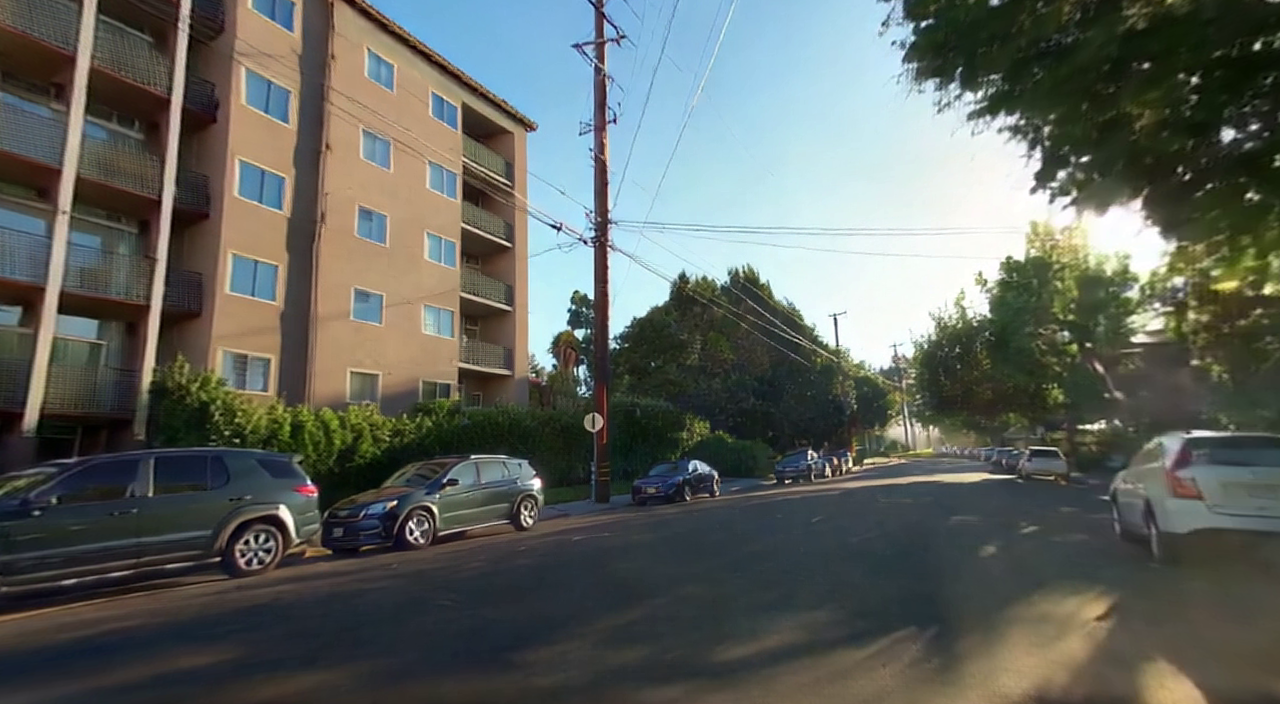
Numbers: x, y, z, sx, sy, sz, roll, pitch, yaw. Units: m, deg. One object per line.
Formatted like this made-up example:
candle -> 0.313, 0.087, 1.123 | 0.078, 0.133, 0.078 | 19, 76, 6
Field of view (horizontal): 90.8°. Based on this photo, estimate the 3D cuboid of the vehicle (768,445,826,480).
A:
vehicle -> 8.945, 6.186, 35.701 | 2.011, 1.801, 4.676 | -5, -10, 28

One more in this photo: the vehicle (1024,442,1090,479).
vehicle -> 18.501, 4.780, 28.207 | 1.964, 1.515, 4.055 | -5, -10, 28

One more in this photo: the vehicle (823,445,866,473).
vehicle -> 15.179, 7.952, 46.742 | 1.953, 1.699, 4.234 | -11, -17, 29

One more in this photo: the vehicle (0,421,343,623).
vehicle -> -6.346, 1.920, 7.337 | 1.973, 1.848, 5.100 | -13, -13, 25

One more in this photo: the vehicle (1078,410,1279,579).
vehicle -> 7.512, 1.718, 8.330 | 2.180, 1.677, 4.432 | -5, -10, 27

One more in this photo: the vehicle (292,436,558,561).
vehicle -> -3.772, 2.671, 11.971 | 2.068, 1.745, 4.579 | -12, -14, 24

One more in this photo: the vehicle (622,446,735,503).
vehicle -> 1.497, 4.316, 22.393 | 2.017, 1.582, 4.664 | -13, -15, 27
